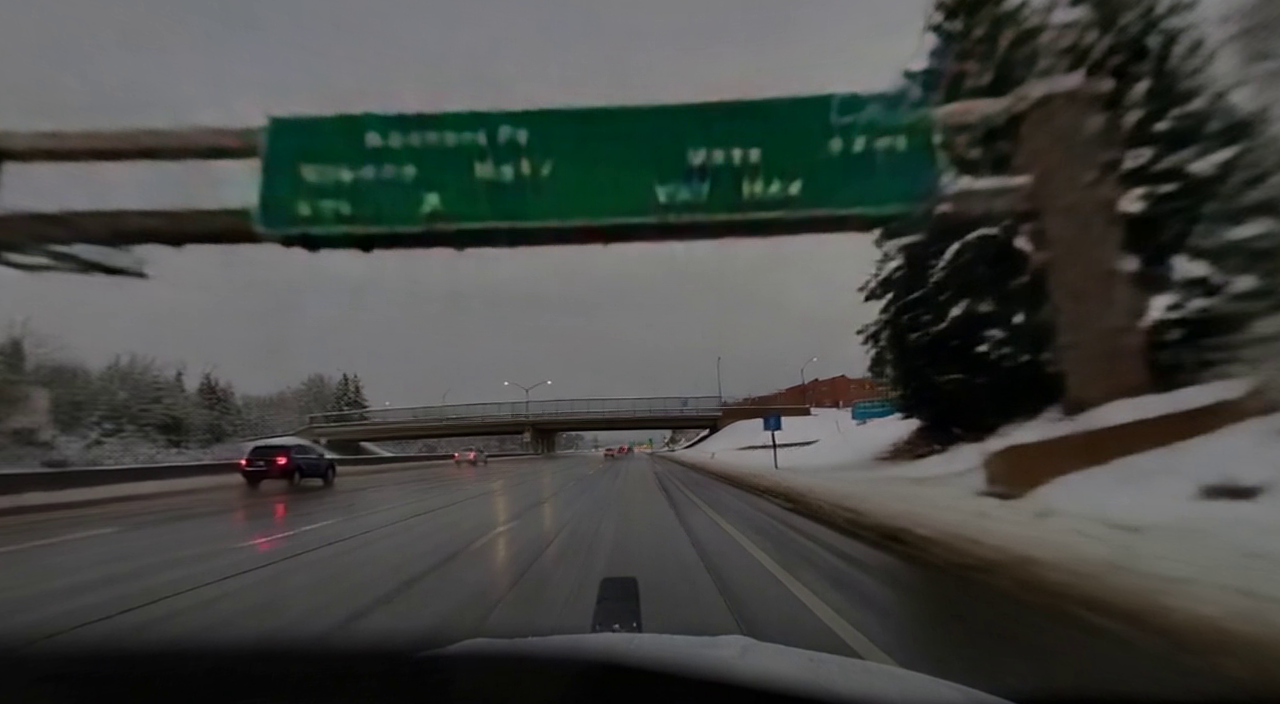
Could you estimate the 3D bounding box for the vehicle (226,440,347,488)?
[{"bbox_3d":[-14.536,4.629,26.446,2.049,1.792,5.177,0,-9,0],"label":"vehicle"}]
